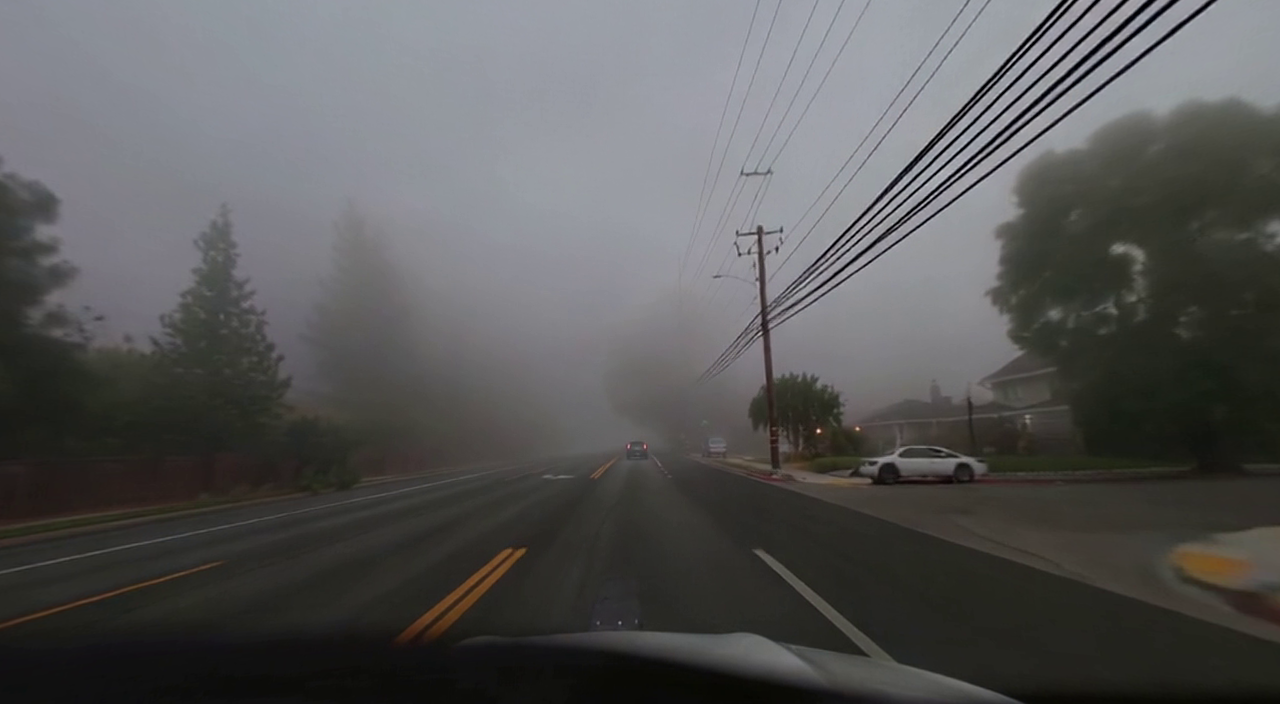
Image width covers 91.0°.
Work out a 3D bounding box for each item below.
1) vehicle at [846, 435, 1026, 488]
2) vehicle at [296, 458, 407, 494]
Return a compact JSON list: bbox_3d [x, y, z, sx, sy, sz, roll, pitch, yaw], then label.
[{"bbox_3d":[8.754,3.274,19.014,4.487,1.461,1.874,-1,-9,8],"label":"vehicle"},{"bbox_3d":[-12.202,5.266,27.048,2.530,1.265,4.495,-1,-8,2],"label":"vehicle"}]
